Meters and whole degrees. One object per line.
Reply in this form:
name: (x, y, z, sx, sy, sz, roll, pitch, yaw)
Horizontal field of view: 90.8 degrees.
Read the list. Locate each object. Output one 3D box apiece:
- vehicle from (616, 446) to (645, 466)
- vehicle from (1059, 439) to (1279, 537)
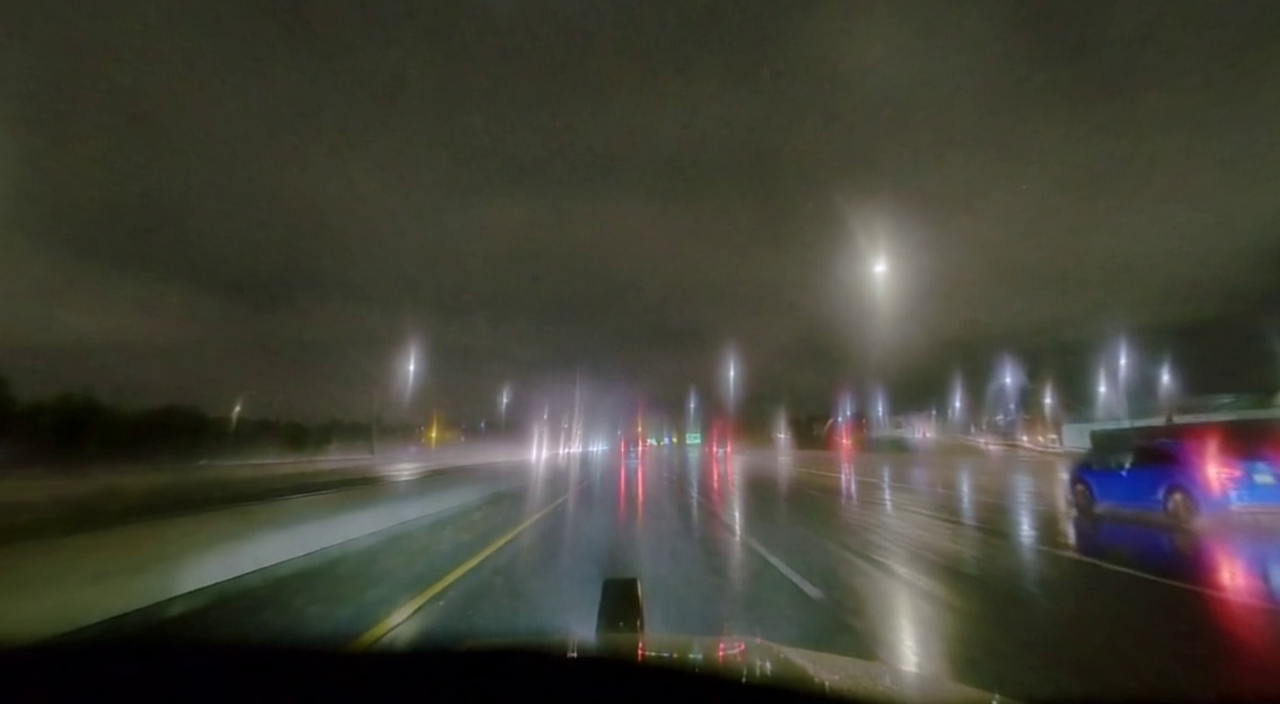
vehicle: (-0.651, 7.428, 45.275, 2.004, 1.259, 3.781, 0, -8, 0)
vehicle: (10.740, 2.435, 12.186, 2.024, 1.481, 4.747, 0, -8, -1)
